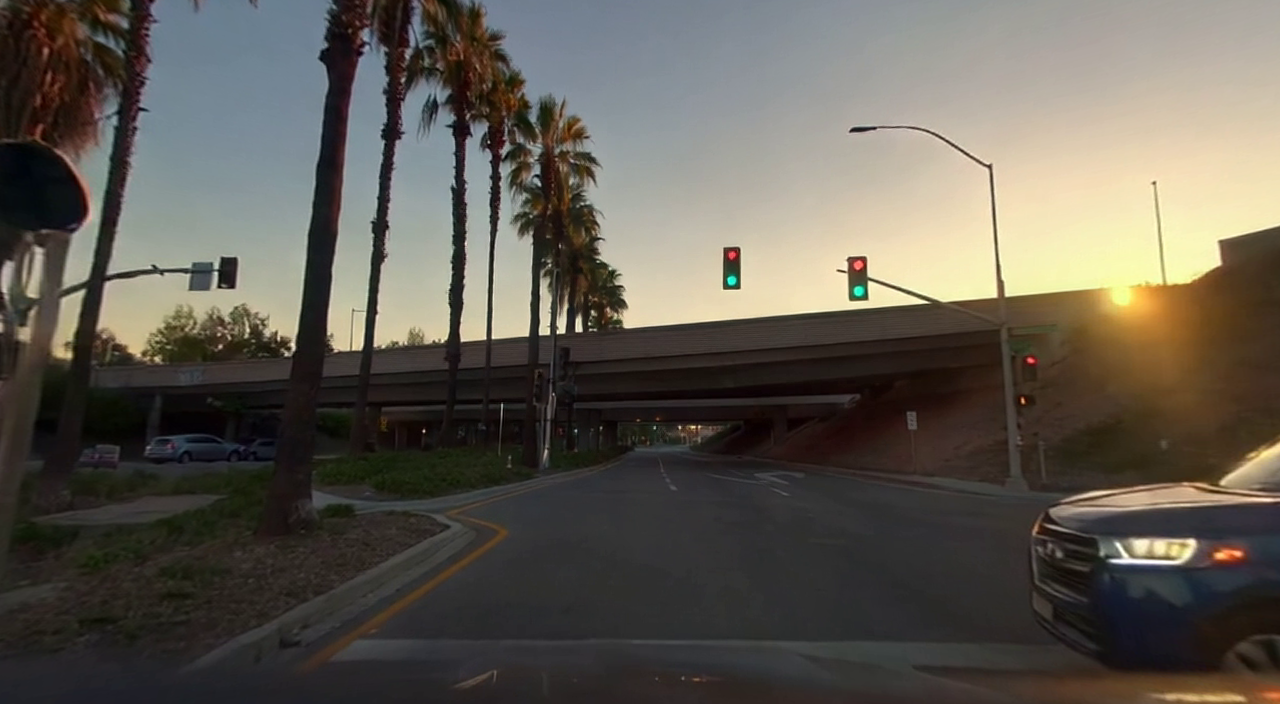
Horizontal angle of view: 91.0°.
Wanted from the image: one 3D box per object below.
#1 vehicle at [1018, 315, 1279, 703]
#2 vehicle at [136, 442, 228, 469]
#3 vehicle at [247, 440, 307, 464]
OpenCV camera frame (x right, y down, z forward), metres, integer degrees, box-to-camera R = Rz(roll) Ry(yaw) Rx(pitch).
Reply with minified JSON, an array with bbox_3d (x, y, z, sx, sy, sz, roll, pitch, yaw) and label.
[{"bbox_3d":[3.445,0.631,1.602,2.028,1.770,4.737,0,-9,1],"label":"vehicle"},{"bbox_3d":[-26.554,6.021,36.681,1.830,1.443,4.551,0,-9,2],"label":"vehicle"},{"bbox_3d":[-26.260,7.212,45.640,1.941,1.631,4.017,0,-9,0],"label":"vehicle"}]
